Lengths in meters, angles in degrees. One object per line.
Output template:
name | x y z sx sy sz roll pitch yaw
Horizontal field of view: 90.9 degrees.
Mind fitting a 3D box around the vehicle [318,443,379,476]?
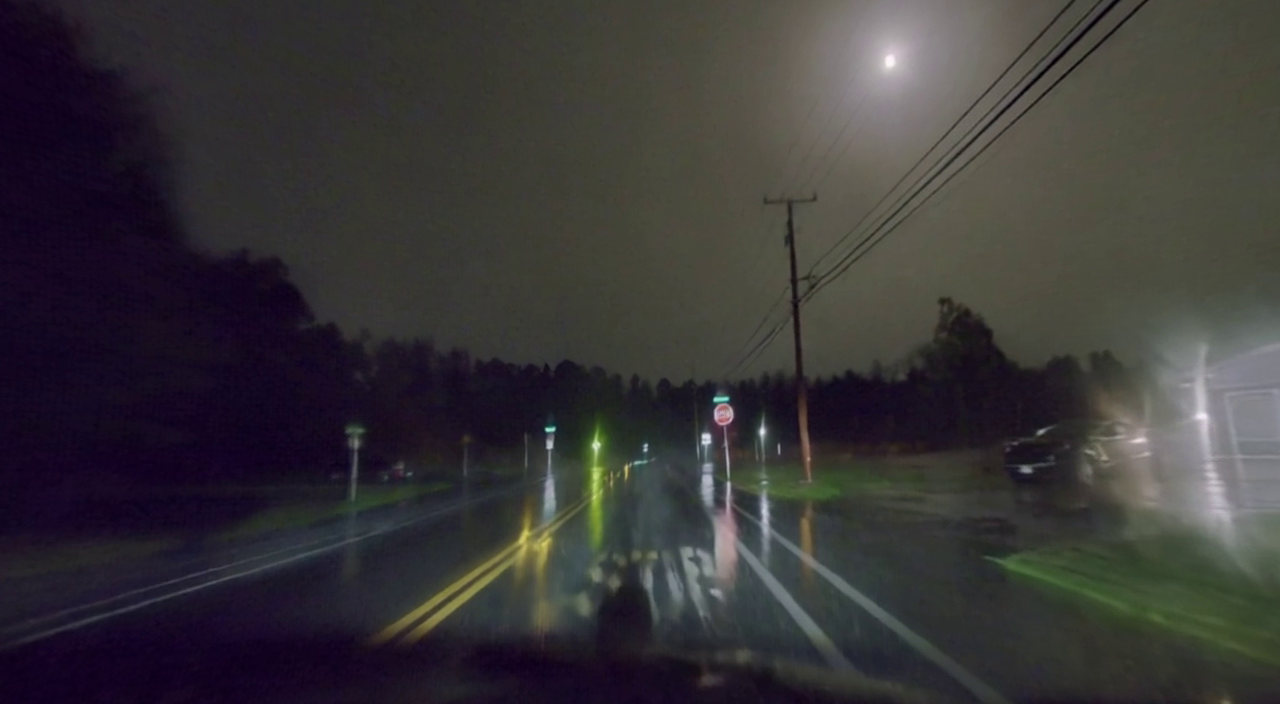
vehicle | -17.649 6.588 38.363 1.849 1.831 3.980 -1 -10 0

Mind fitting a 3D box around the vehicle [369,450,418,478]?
vehicle | -14.495 6.589 37.255 1.739 1.539 3.548 1 -9 -5

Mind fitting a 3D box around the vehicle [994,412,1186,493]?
vehicle | 11.269 2.477 15.811 4.013 1.786 1.987 3 -9 -23
